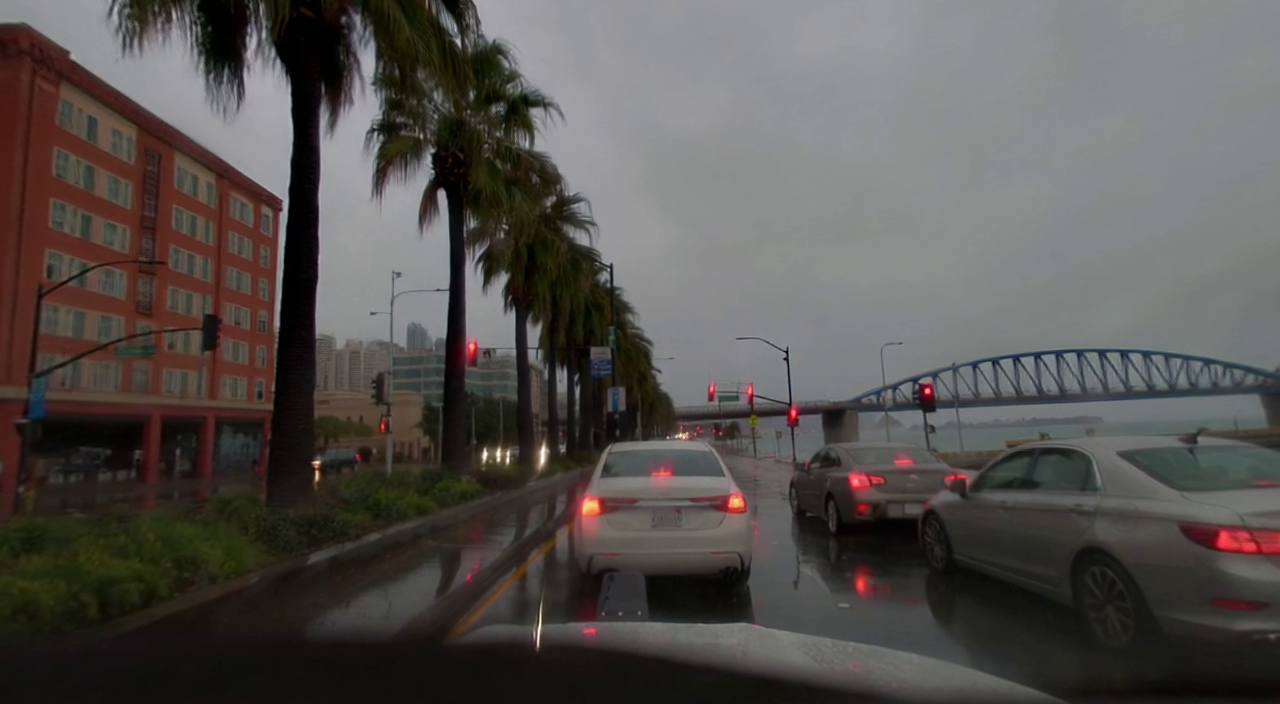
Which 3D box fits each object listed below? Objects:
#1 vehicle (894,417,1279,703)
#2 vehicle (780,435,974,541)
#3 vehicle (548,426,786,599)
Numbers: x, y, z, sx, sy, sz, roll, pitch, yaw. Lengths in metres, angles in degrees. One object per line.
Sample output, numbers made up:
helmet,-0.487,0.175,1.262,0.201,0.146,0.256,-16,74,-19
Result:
vehicle,3.911,1.363,5.089,1.913,1.469,4.425,0,-9,0
vehicle,3.889,2.288,11.321,1.920,1.490,4.417,-1,-9,2
vehicle,0.263,1.699,7.484,2.093,1.503,3.681,0,-9,1
